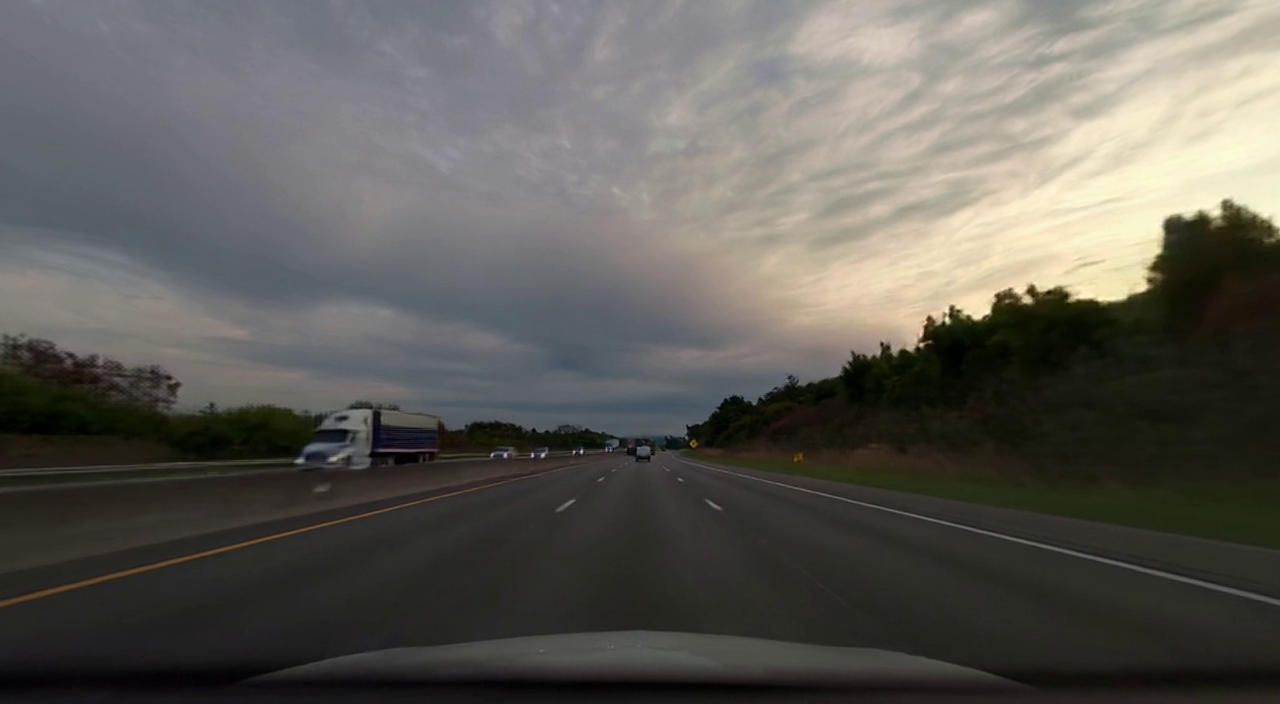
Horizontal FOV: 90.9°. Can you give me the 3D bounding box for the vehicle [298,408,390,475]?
[{"bbox_3d":[-19.009,5.826,40.950,2.979,4.014,5.841,0,-9,1],"label":"vehicle"}]
